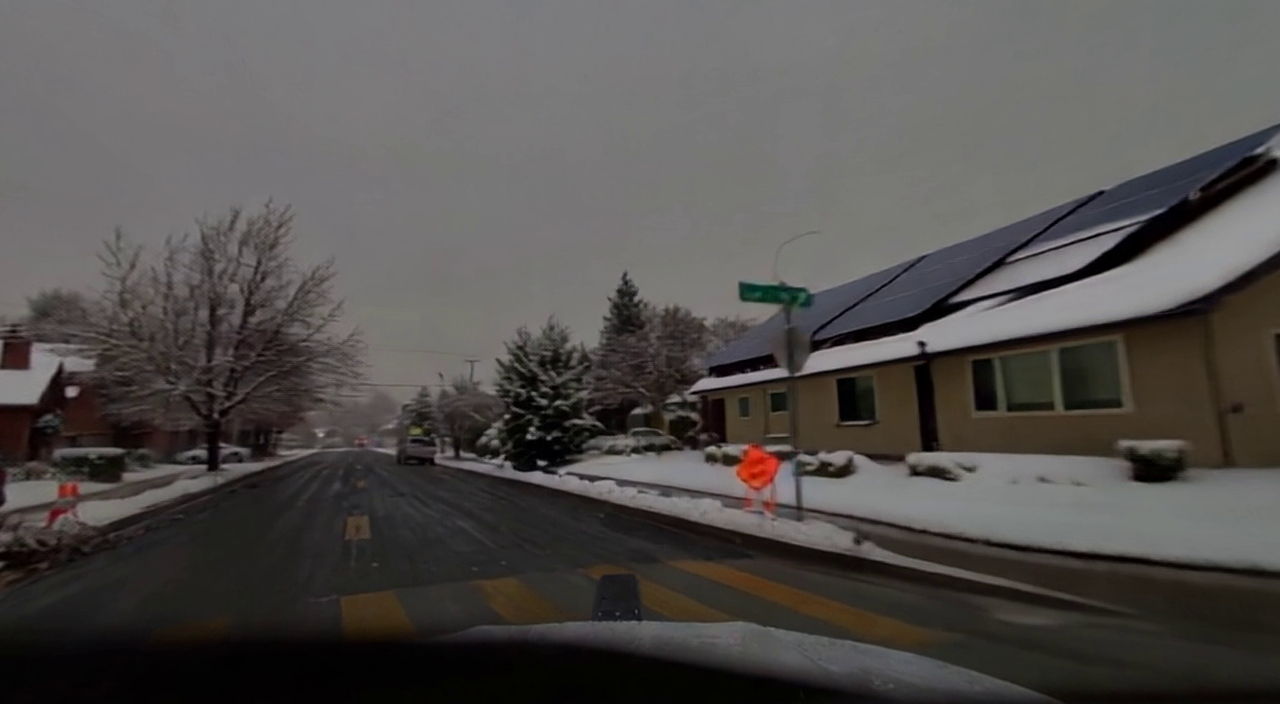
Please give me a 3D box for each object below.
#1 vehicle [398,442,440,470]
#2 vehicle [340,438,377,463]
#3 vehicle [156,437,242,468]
[{"bbox_3d":[-12.842,5.972,36.461,1.998,1.494,3.927,3,-8,-22],"label":"vehicle"},{"bbox_3d":[-20.596,7.197,46.279,2.050,1.742,4.197,3,-8,-19],"label":"vehicle"},{"bbox_3d":[-29.317,6.717,42.007,4.205,1.745,2.121,1,-11,-19],"label":"vehicle"}]
